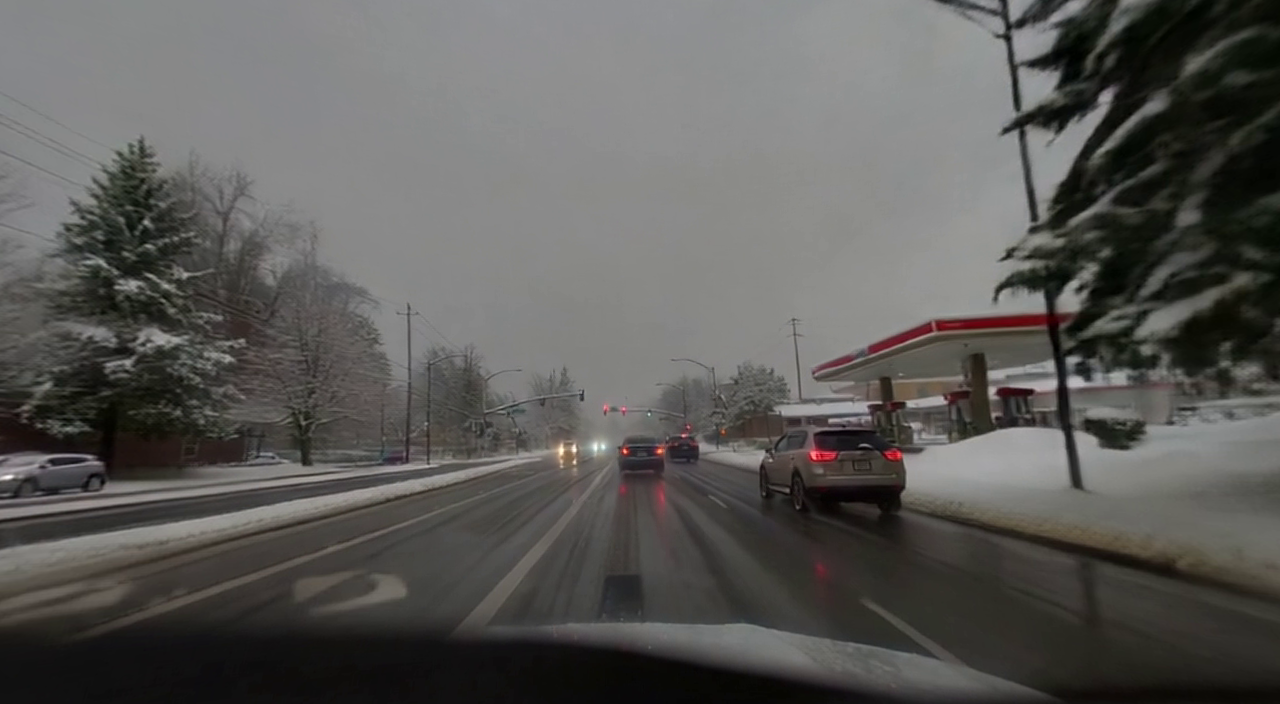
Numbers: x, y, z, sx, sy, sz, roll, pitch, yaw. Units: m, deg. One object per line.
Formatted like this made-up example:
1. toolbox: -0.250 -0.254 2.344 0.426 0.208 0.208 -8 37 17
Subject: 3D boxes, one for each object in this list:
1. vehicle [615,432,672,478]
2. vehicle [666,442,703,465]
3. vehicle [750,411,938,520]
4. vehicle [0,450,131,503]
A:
1. vehicle: 0.055 4.166 25.768 2.164 1.718 3.881 0 -8 -2
2. vehicle: 2.648 6.149 38.317 1.822 1.331 3.583 0 -8 -3
3. vehicle: 3.837 2.252 13.058 2.116 1.791 5.006 0 -8 -1
4. vehicle: -24.355 4.945 25.390 2.100 1.937 5.517 -4 -9 26
